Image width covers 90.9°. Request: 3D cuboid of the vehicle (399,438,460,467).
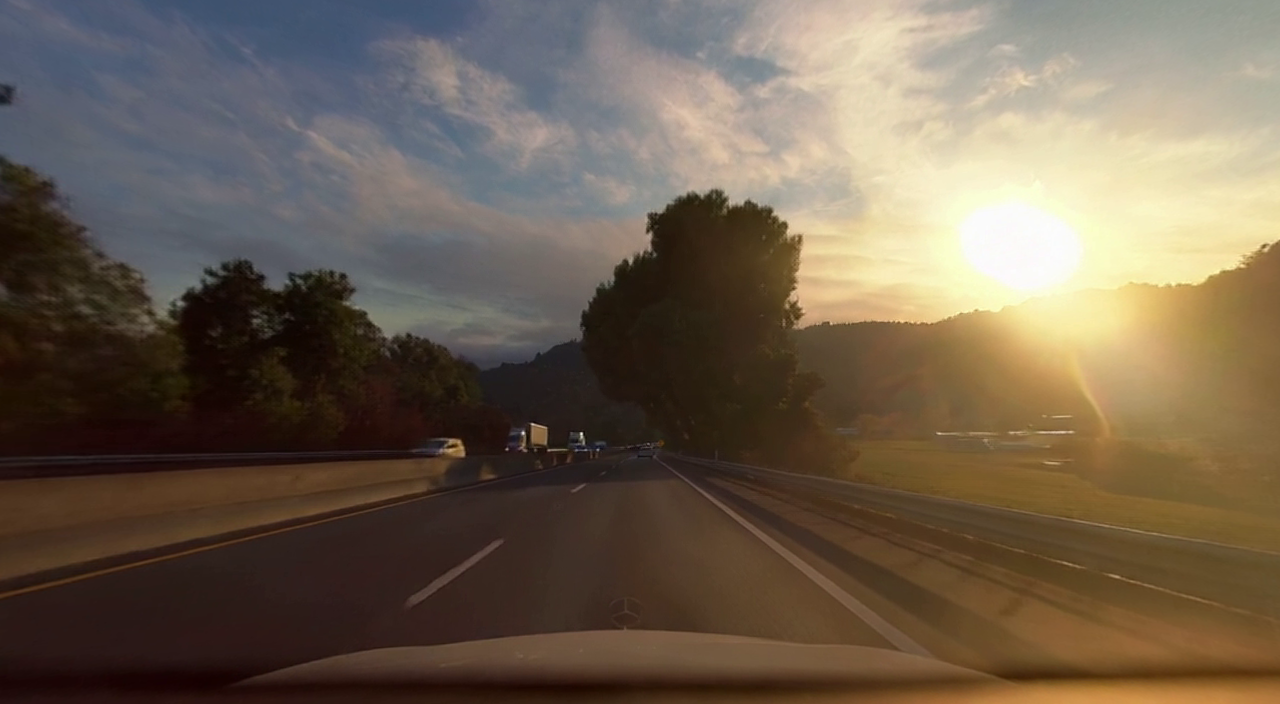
[{"bbox_3d":[-11.520,5.556,34.736,1.928,1.486,4.088,0,-9,0],"label":"vehicle"}]
